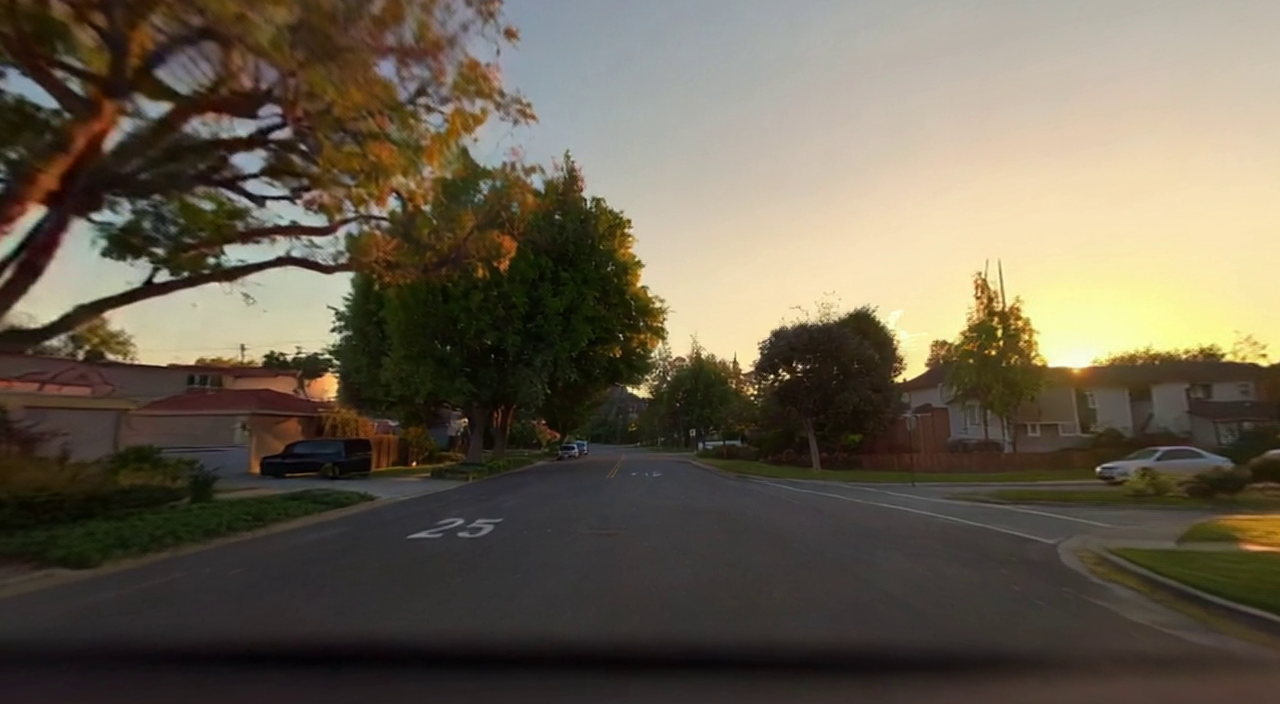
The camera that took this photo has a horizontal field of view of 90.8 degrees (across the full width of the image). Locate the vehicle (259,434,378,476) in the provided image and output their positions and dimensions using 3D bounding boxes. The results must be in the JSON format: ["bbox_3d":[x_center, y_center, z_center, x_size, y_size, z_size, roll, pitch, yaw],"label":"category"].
[{"bbox_3d":[-13.453,4.340,26.606,3.921,1.629,1.832,0,-10,2],"label":"vehicle"}]

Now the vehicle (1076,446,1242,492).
[{"bbox_3d":[20.162,4.529,24.717,4.607,1.694,2.106,0,-9,-1],"label":"vehicle"}]
